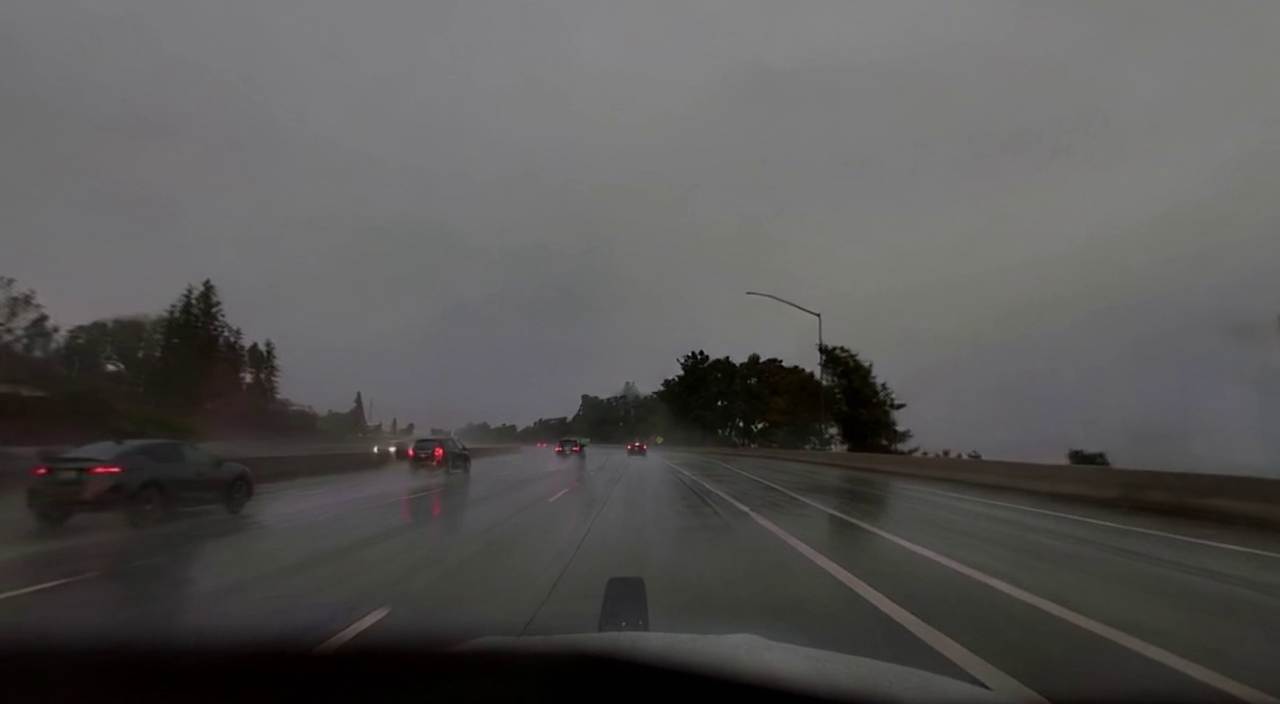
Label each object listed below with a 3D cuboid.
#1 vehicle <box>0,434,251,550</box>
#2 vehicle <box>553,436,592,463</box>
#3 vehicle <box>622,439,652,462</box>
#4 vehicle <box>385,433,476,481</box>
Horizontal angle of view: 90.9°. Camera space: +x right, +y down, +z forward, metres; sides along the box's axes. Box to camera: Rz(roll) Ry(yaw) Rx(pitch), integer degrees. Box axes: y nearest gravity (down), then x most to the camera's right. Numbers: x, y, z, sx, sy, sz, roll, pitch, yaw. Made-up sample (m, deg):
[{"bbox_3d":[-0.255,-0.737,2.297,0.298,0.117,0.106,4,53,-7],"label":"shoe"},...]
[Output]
[{"bbox_3d":[-9.122,2.173,10.683,1.935,1.474,5.033,0,-8,-1],"label":"vehicle"},{"bbox_3d":[-4.161,6.106,39.571,1.991,1.610,4.606,0,-8,-1],"label":"vehicle"},{"bbox_3d":[-0.246,6.586,42.323,1.881,1.460,3.694,0,-8,-1],"label":"vehicle"},{"bbox_3d":[-7.763,3.931,23.808,2.086,1.628,4.039,0,-8,-1],"label":"vehicle"}]
